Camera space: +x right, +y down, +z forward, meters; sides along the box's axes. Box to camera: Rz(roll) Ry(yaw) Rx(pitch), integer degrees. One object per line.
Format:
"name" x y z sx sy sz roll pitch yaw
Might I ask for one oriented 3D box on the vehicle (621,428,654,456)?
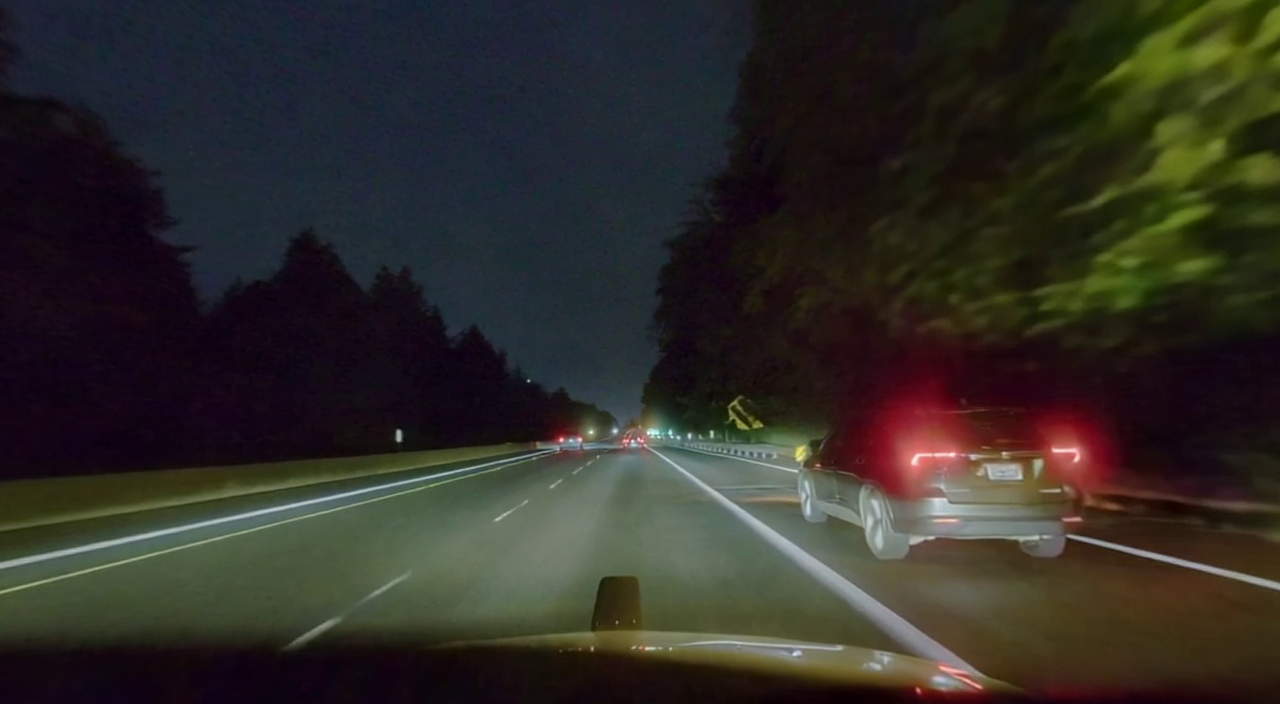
"vehicle" -0.217 6.181 43.428 2.170 1.790 4.490 0 -8 -1

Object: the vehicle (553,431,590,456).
"vehicle" -4.577 6.144 42.536 2.055 1.610 4.116 0 -8 0
